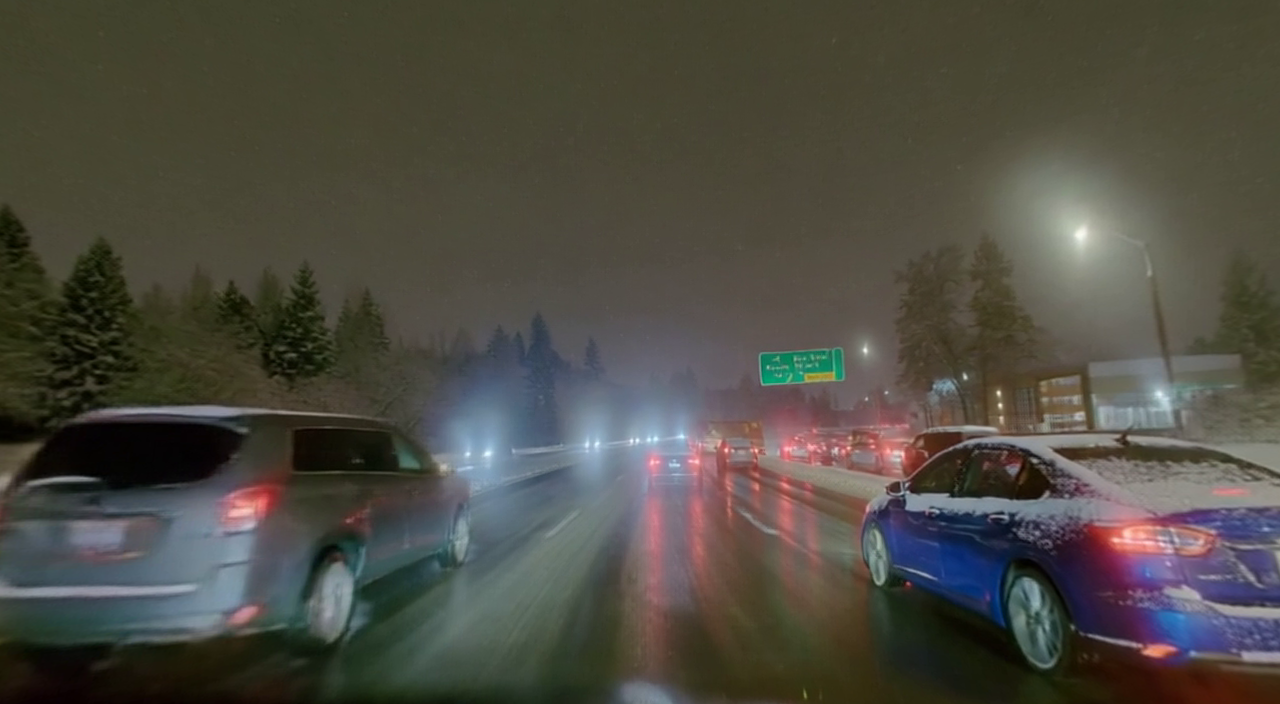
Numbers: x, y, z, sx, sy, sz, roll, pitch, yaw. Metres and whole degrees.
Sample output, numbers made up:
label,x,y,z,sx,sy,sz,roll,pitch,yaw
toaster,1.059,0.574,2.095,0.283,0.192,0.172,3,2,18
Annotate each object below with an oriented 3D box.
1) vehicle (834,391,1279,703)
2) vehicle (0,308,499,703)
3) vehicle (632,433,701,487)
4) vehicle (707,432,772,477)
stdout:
label,x,y,z,sx,sy,sz,roll,pitch,yaw
vehicle,3.087,1.219,4.388,2.009,1.489,4.559,0,-9,0
vehicle,-3.110,1.156,5.620,2.434,1.965,5.305,0,-9,0
vehicle,0.854,3.554,20.932,2.074,1.614,3.803,0,-9,2
vehicle,3.967,4.185,25.884,2.076,1.684,4.241,0,-9,2
